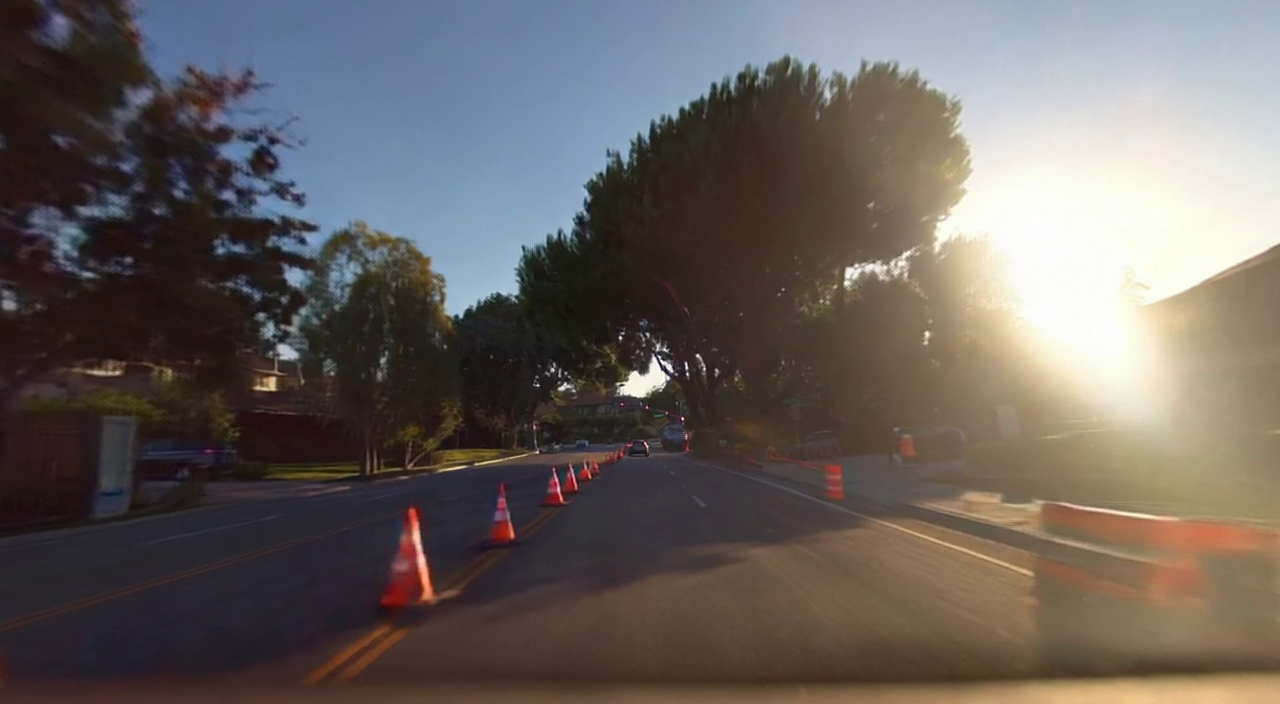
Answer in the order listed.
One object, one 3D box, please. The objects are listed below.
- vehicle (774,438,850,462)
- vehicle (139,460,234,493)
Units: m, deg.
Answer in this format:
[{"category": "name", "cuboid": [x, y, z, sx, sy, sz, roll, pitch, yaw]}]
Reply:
[{"category": "vehicle", "cuboid": [11.000, 6.324, 40.517, 4.463, 1.466, 1.813, -1, -9, 5]}, {"category": "vehicle", "cuboid": [-23.542, 6.448, 32.921, 1.952, 1.511, 4.147, 0, -9, -2]}]
